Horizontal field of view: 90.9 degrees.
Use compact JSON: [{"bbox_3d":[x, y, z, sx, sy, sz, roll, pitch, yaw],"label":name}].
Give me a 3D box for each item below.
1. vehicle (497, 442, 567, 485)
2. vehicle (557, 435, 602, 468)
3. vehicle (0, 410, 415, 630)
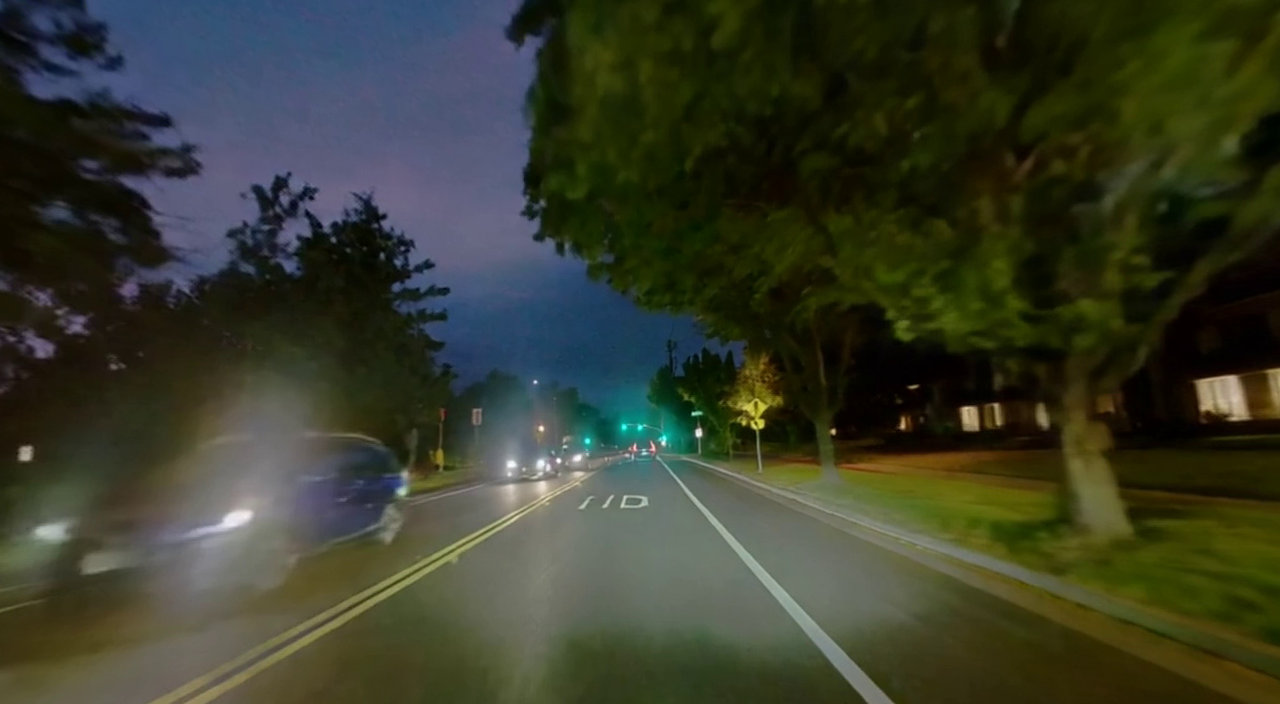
[{"bbox_3d":[-4.109,4.303,24.681,1.905,1.510,4.172,0,-8,1],"label":"vehicle"},{"bbox_3d":[-3.882,6.471,41.163,2.267,1.975,5.112,0,-8,2],"label":"vehicle"},{"bbox_3d":[-4.460,1.634,7.208,2.069,1.707,4.385,0,-8,1],"label":"vehicle"}]
